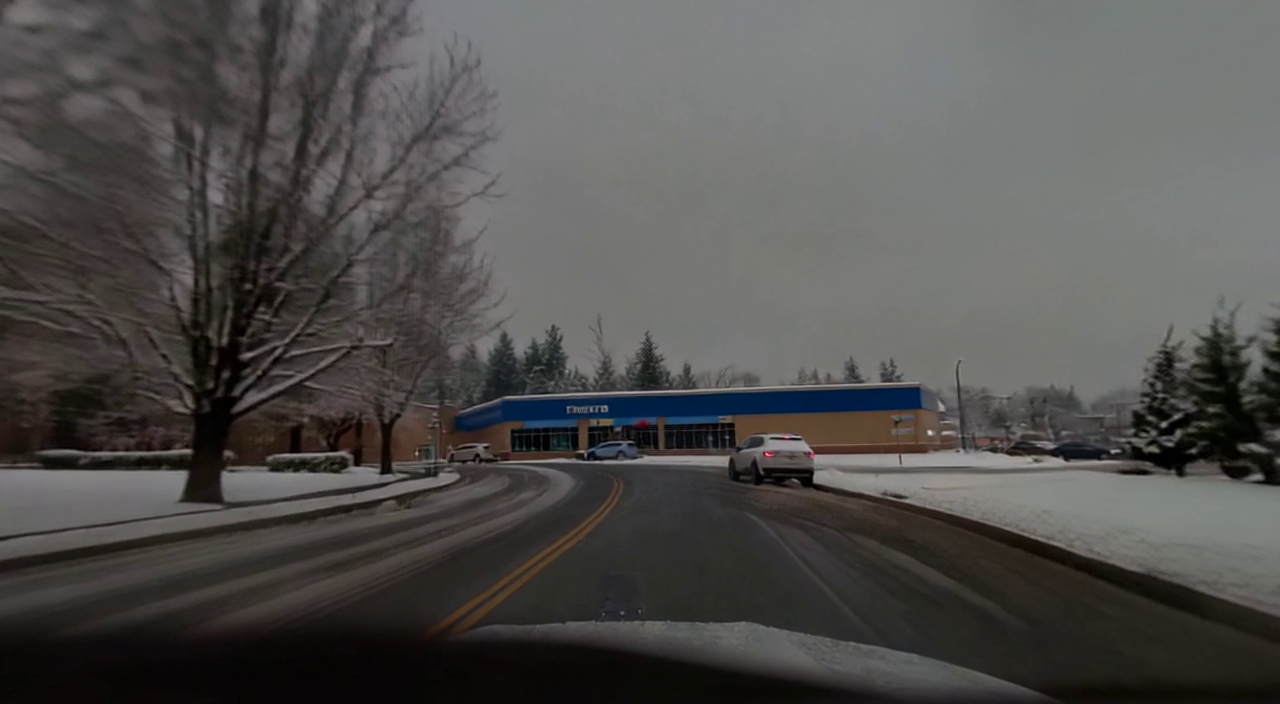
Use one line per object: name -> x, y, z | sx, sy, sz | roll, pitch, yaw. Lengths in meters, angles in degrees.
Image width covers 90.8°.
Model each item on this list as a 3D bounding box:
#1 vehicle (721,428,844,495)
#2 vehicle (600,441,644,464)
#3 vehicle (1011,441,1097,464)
vehicle -> 4.154, 3.316, 19.535 | 2.292, 1.767, 5.128 | 0, -8, -4
vehicle -> -1.422, 7.672, 48.177 | 2.007, 1.639, 4.444 | 3, -9, -21
vehicle -> 29.925, 7.277, 45.803 | 1.815, 1.574, 4.800 | 7, -11, -40
